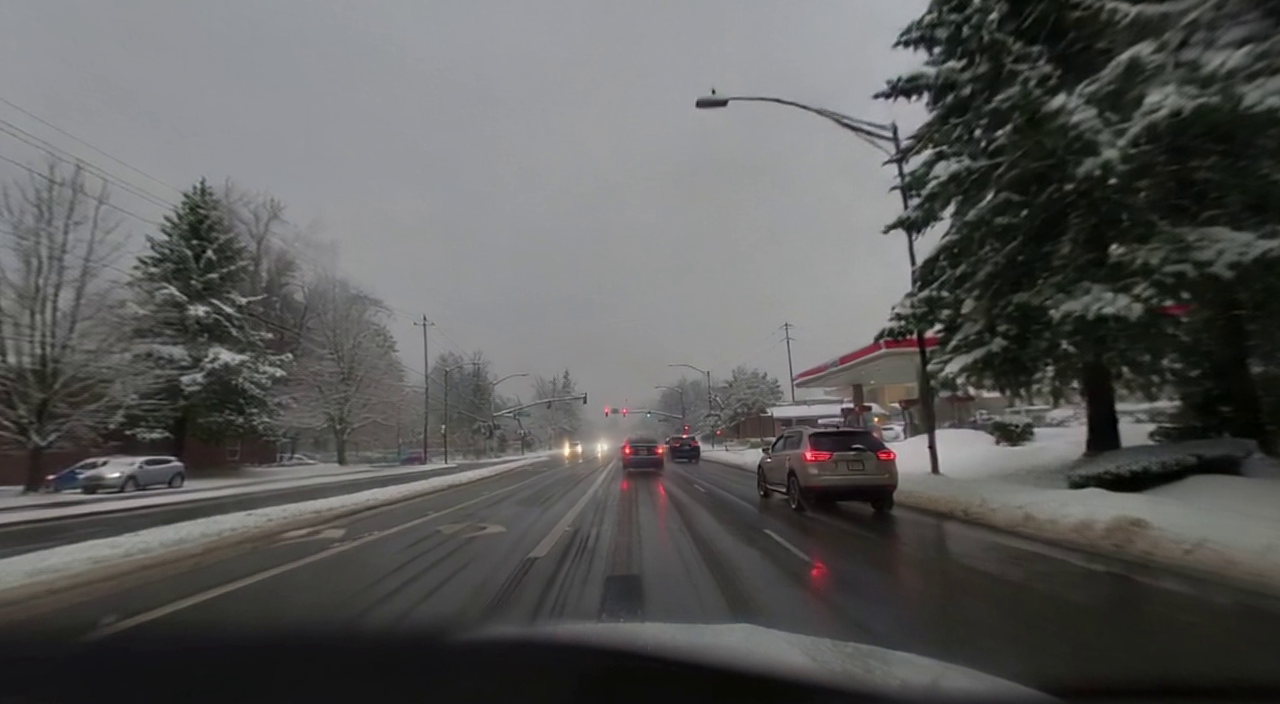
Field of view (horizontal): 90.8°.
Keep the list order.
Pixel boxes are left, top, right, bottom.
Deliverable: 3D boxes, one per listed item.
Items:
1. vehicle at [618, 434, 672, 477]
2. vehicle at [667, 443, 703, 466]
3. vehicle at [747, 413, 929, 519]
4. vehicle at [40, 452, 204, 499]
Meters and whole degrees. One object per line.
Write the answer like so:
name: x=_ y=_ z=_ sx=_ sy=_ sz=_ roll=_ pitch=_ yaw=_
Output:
vehicle: x=0.121 y=4.435 z=27.312 sx=2.164 sy=1.718 sz=3.881 roll=0 pitch=-8 yaw=-2
vehicle: x=2.716 y=6.345 z=39.242 sx=1.822 sy=1.331 sz=3.583 roll=0 pitch=-8 yaw=-2
vehicle: x=3.807 y=2.318 z=13.353 sx=2.116 sy=1.791 sz=5.006 roll=0 pitch=-8 yaw=-1
vehicle: x=-24.363 y=5.752 z=30.062 sx=2.100 sy=1.937 sz=5.517 roll=-4 pitch=-9 yaw=26
